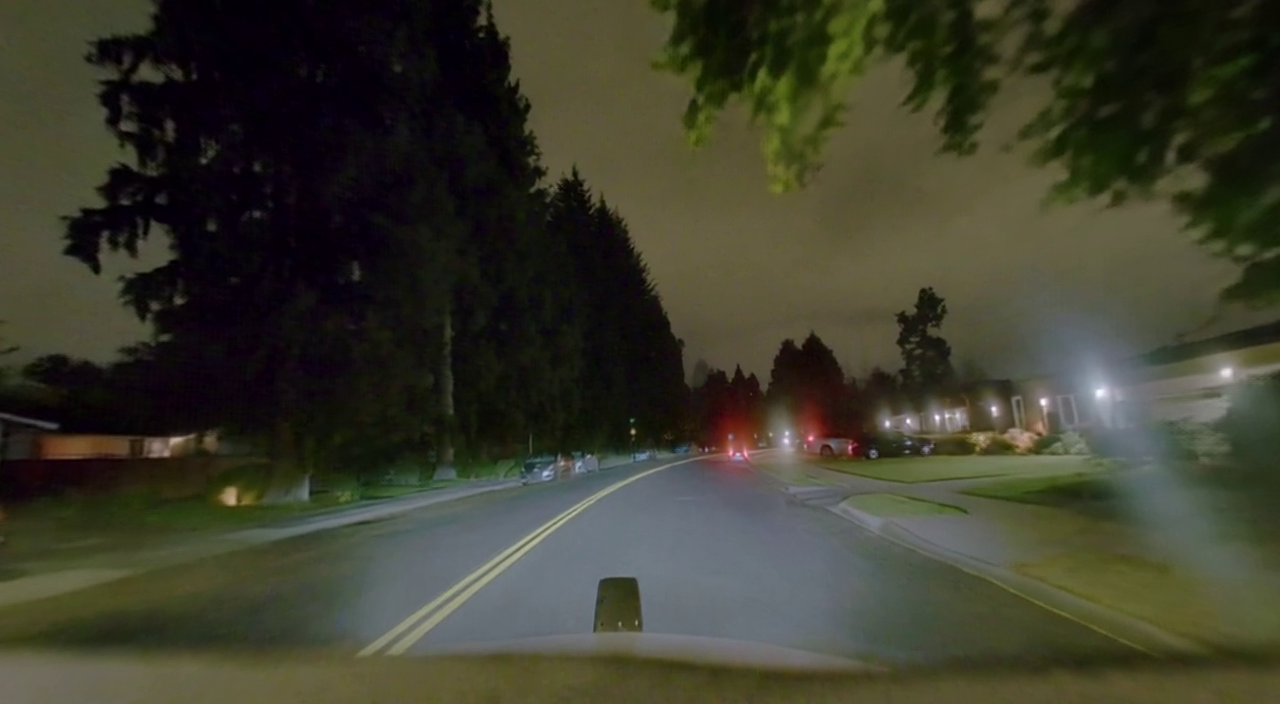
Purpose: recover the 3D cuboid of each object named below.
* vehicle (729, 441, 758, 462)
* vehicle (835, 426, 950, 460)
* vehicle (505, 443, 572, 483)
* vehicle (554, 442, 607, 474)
[{"bbox_3d":[8.065,7.710,48.943,1.972,1.460,4.137,-2,-8,11],"label":"vehicle"},{"bbox_3d":[12.237,4.437,30.839,4.744,1.507,1.953,-1,-8,4],"label":"vehicle"},{"bbox_3d":[-4.473,5.092,28.579,1.886,1.494,4.149,-2,-13,7],"label":"vehicle"},{"bbox_3d":[-3.307,6.050,35.749,1.972,1.536,4.347,-2,-13,8],"label":"vehicle"}]
